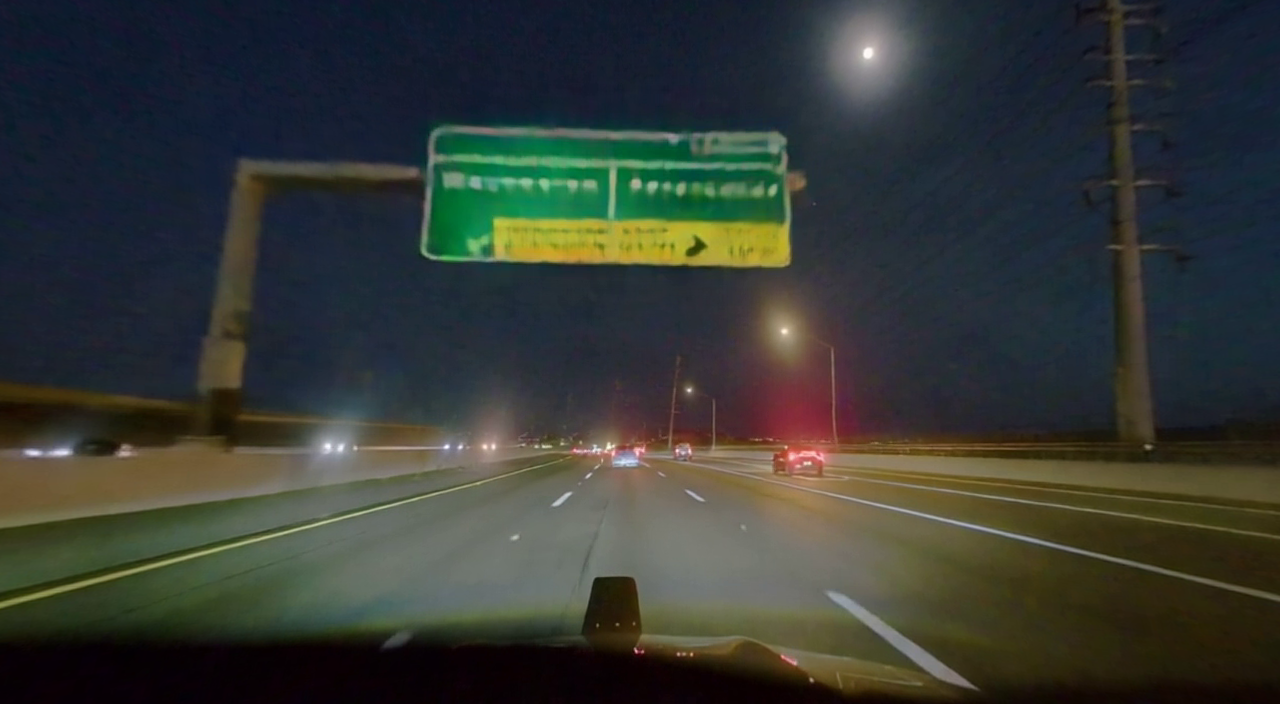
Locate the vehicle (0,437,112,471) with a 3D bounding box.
[{"bbox_3d":[-31.768,5.562,34.581,2.011,1.716,4.501,0,-9,-3],"label":"vehicle"}]

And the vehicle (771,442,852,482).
[{"bbox_3d":[6.721,4.344,25.249,1.876,1.451,4.154,0,-9,-3],"label":"vehicle"}]

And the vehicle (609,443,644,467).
[{"bbox_3d":[-0.908,6.668,41.053,2.109,1.489,4.027,1,-8,-4],"label":"vehicle"}]
